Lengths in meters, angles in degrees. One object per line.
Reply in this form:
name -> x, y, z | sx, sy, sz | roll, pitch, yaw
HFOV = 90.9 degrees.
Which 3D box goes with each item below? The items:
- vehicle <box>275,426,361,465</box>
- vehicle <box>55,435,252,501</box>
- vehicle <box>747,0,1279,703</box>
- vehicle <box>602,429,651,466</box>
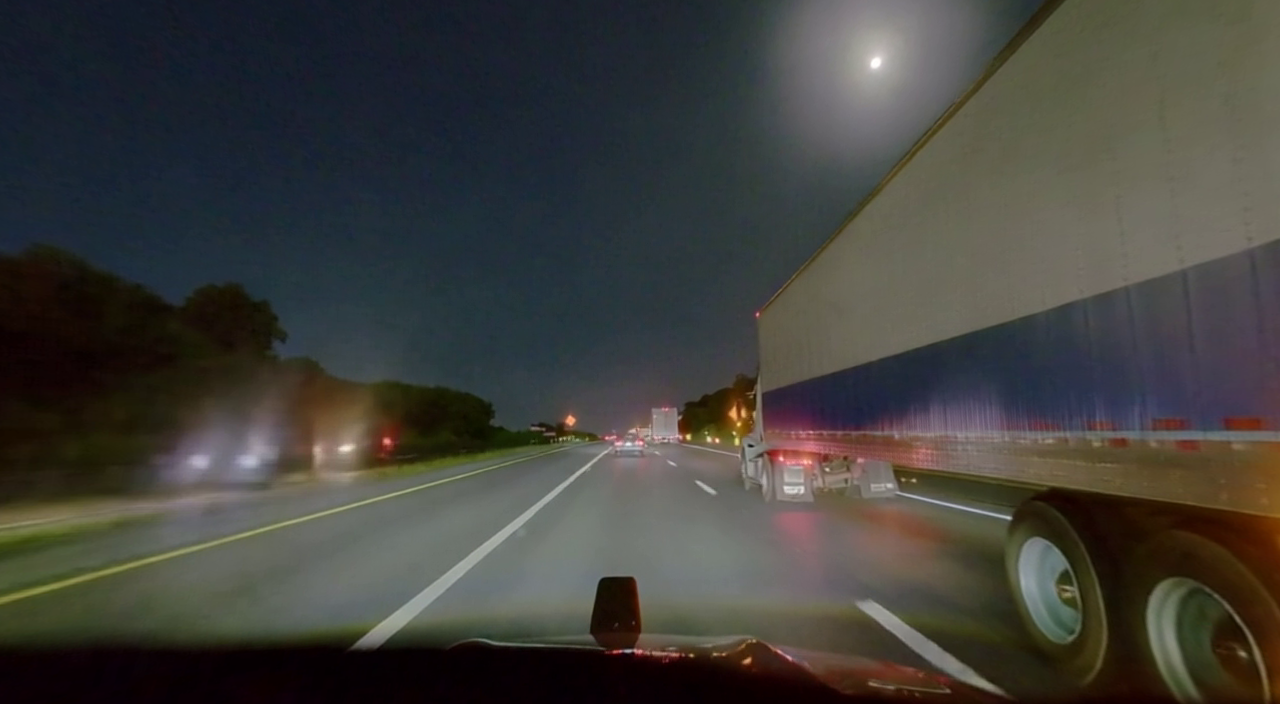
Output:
vehicle -> -15.367, 4.481, 30.345 | 1.926, 1.703, 4.276 | 0, -8, -1
vehicle -> -11.950, 2.809, 15.879 | 1.900, 1.433, 3.881 | 0, -8, -2
vehicle -> 3.541, 0.223, 5.802 | 2.919, 3.634, 10.888 | 0, -8, -2
vehicle -> -0.571, 4.083, 27.220 | 1.929, 1.469, 3.677 | 0, -8, -1
